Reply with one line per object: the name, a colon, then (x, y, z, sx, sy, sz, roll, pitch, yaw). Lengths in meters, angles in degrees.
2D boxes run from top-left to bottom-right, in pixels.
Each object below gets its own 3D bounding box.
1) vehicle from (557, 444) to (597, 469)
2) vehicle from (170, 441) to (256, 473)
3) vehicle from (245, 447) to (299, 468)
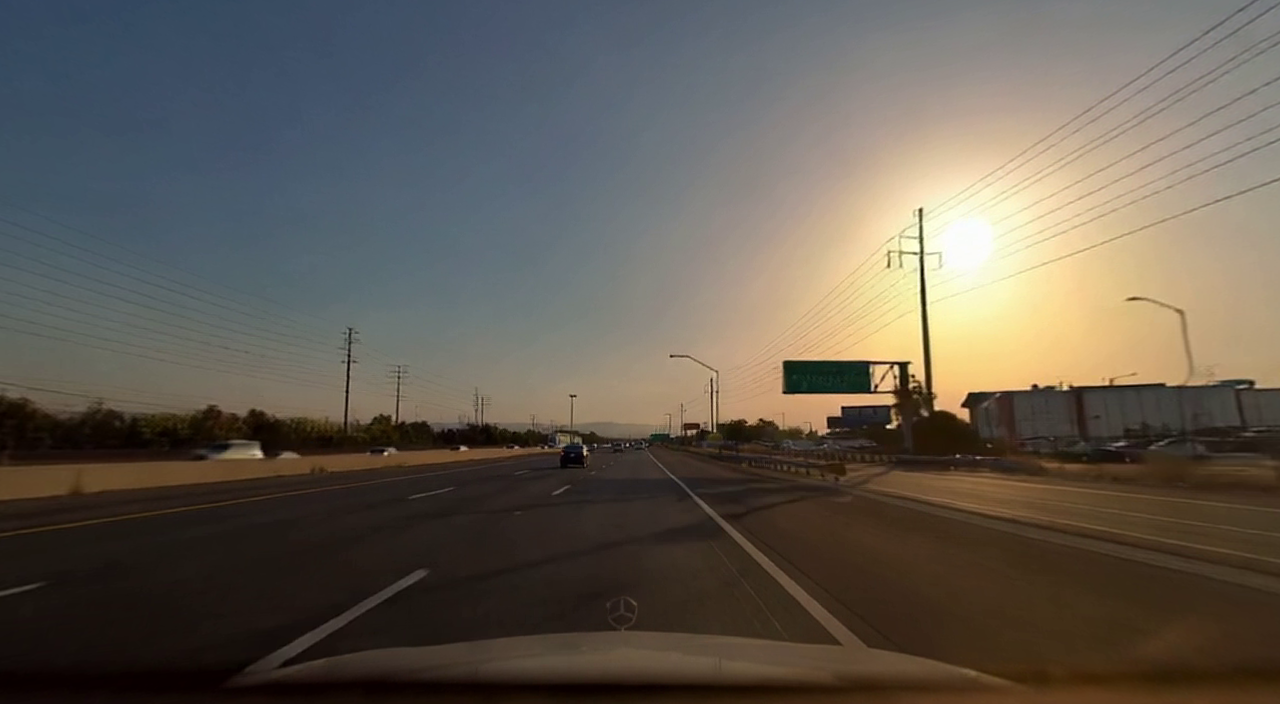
vehicle: (-3.874, 6.471, 39.400, 1.940, 1.479, 4.545, 0, -9, 1)
vehicle: (-25.445, 6.258, 37.895, 1.857, 1.789, 4.628, 0, -9, 0)
vehicle: (-28.644, 8.229, 49.304, 1.786, 1.557, 3.981, 0, -9, 1)
